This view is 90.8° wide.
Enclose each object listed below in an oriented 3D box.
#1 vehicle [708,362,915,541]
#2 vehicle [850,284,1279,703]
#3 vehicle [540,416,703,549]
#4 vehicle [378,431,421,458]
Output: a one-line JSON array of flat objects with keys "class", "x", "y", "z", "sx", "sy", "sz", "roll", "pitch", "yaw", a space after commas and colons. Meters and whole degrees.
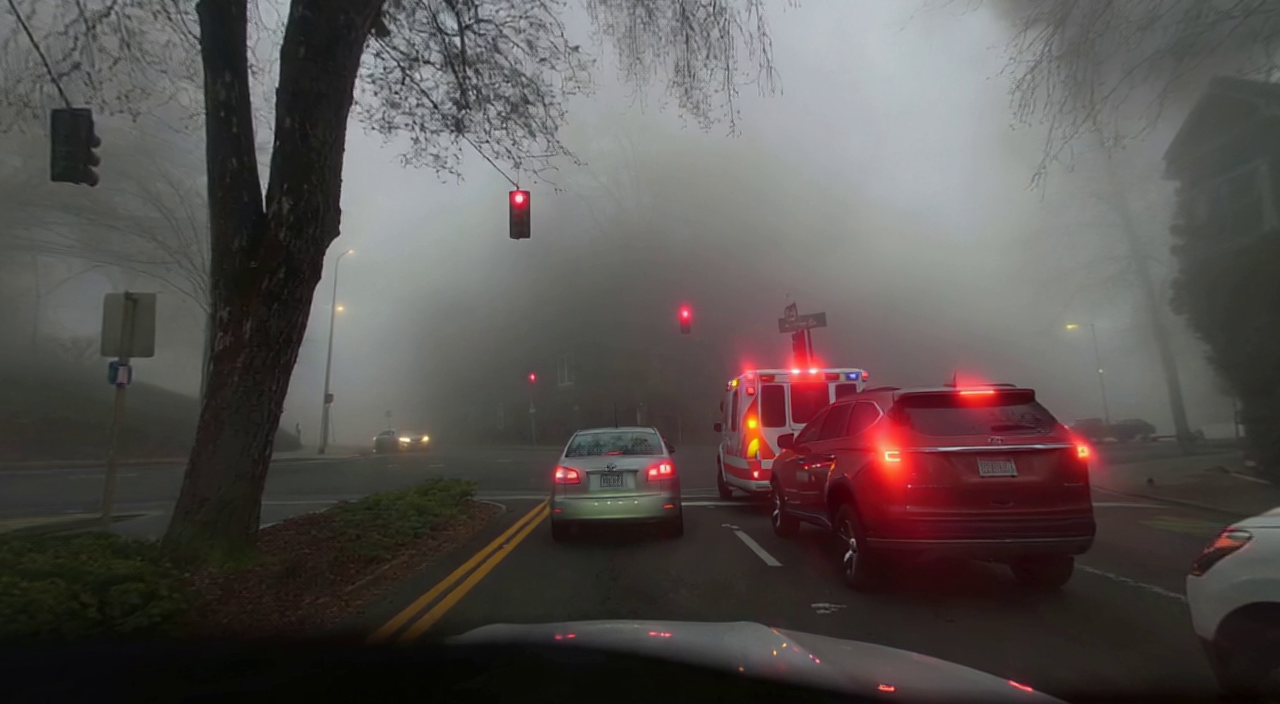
[{"class": "vehicle", "x": 2.886, "y": 1.892, "z": 12.367, "sx": 2.406, "sy": 2.687, "sz": 5.521, "roll": 0, "pitch": -8, "yaw": -1}, {"class": "vehicle", "x": 2.850, "y": 0.895, "z": 2.850, "sx": 2.194, "sy": 1.820, "sz": 4.652, "roll": 0, "pitch": -8, "yaw": 0}, {"class": "vehicle", "x": -0.281, "y": 1.975, "z": 10.183, "sx": 2.114, "sy": 1.707, "sz": 3.725, "roll": 0, "pitch": -8, "yaw": -1}, {"class": "vehicle", "x": -17.742, "y": 6.879, "z": 46.861, "sx": 2.246, "sy": 1.880, "sz": 4.454, "roll": 1, "pitch": -9, "yaw": -12}]
